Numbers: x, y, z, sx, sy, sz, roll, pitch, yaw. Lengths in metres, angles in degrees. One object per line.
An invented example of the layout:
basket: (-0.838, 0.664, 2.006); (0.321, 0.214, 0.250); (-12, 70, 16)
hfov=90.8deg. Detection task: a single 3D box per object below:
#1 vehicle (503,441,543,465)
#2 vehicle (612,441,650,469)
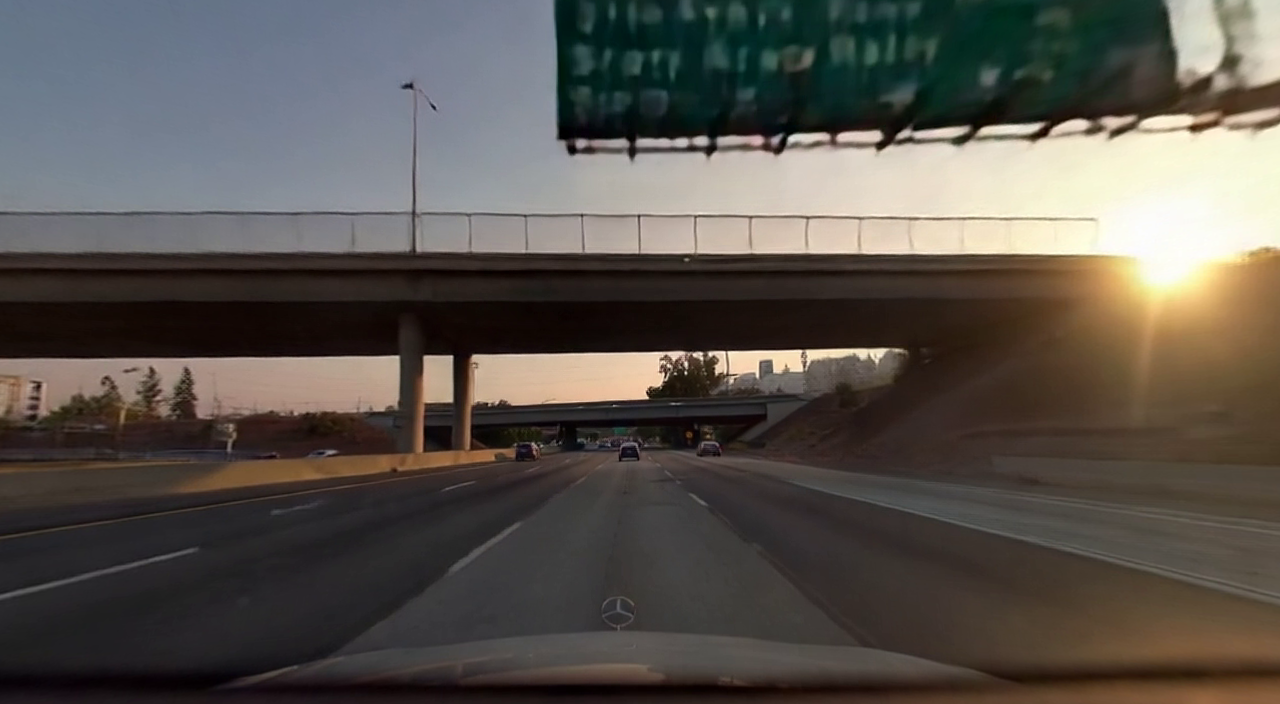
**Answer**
vehicle: (-8.101, 7.041, 44.146); (1.957, 1.554, 4.350); (0, -8, 0)
vehicle: (-0.524, 5.768, 35.622); (2.012, 1.471, 4.059); (0, -8, -2)
